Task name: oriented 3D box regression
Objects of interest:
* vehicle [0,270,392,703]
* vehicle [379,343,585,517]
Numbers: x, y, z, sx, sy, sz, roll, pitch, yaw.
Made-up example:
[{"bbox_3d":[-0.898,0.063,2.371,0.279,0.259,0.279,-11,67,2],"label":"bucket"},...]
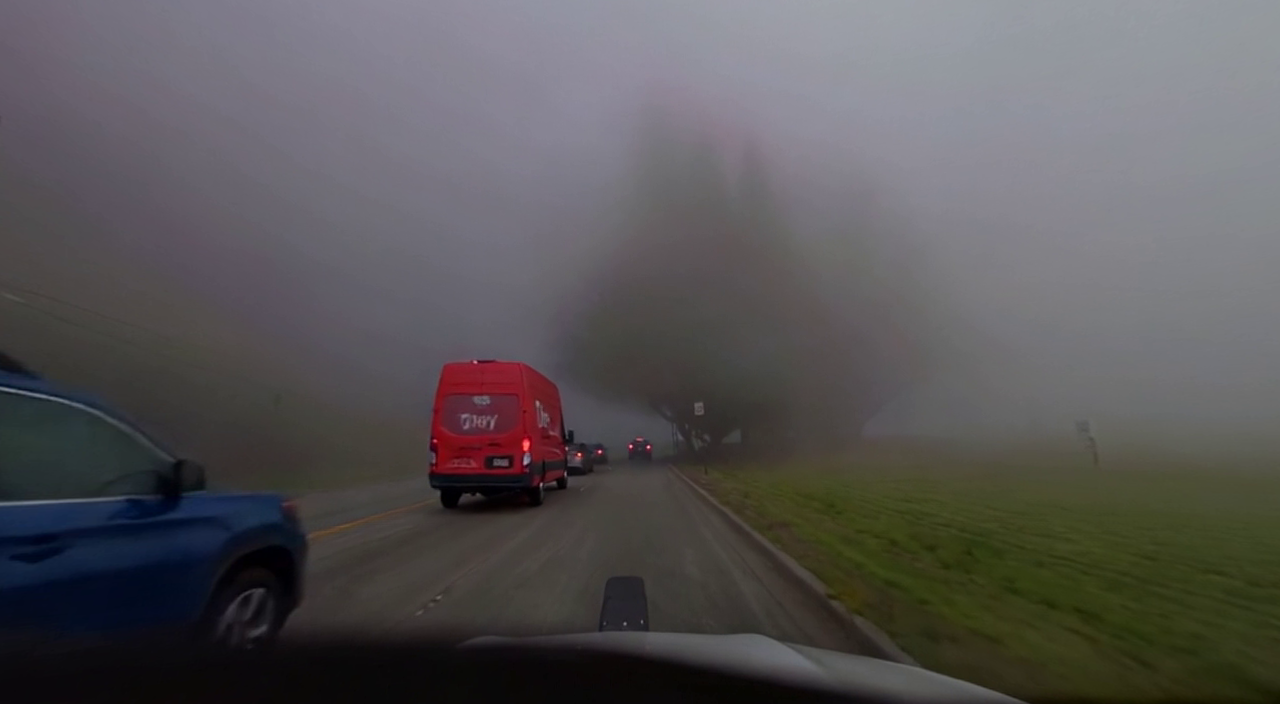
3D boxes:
[{"bbox_3d":[-2.907,0.658,1.605,2.187,1.821,5.501,0,-8,1],"label":"vehicle"},{"bbox_3d":[-3.283,2.064,16.155,2.818,3.181,9.114,0,-8,0],"label":"vehicle"}]
